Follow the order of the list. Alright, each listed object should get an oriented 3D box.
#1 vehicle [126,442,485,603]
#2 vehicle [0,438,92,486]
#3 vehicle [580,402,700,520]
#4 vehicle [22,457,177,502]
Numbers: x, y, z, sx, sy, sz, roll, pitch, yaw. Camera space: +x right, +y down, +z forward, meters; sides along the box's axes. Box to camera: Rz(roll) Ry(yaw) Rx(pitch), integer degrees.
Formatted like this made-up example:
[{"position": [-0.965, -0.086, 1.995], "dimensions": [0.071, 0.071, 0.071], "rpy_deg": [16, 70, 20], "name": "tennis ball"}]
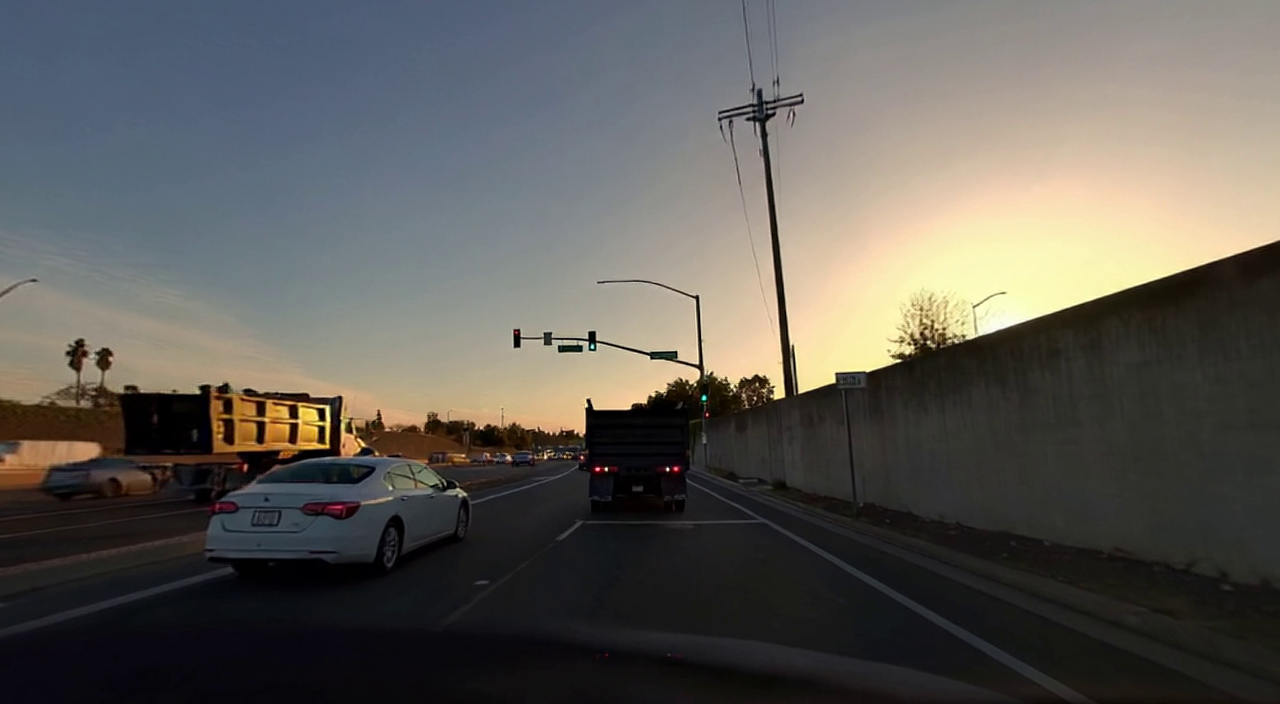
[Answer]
[{"position": [-3.741, 1.962, 8.415], "dimensions": [2.019, 1.480, 4.966], "rpy_deg": [0, -8, 1], "name": "vehicle"}, {"position": [-44.361, 7.814, 45.163], "dimensions": [2.771, 3.253, 8.023], "rpy_deg": [-1, -8, 2], "name": "vehicle"}, {"position": [0.030, 2.535, 15.145], "dimensions": [2.355, 2.305, 5.336], "rpy_deg": [0, -8, 1], "name": "vehicle"}, {"position": [-20.761, 4.894, 24.538], "dimensions": [1.855, 1.462, 4.554], "rpy_deg": [-1, -8, 2], "name": "vehicle"}]
